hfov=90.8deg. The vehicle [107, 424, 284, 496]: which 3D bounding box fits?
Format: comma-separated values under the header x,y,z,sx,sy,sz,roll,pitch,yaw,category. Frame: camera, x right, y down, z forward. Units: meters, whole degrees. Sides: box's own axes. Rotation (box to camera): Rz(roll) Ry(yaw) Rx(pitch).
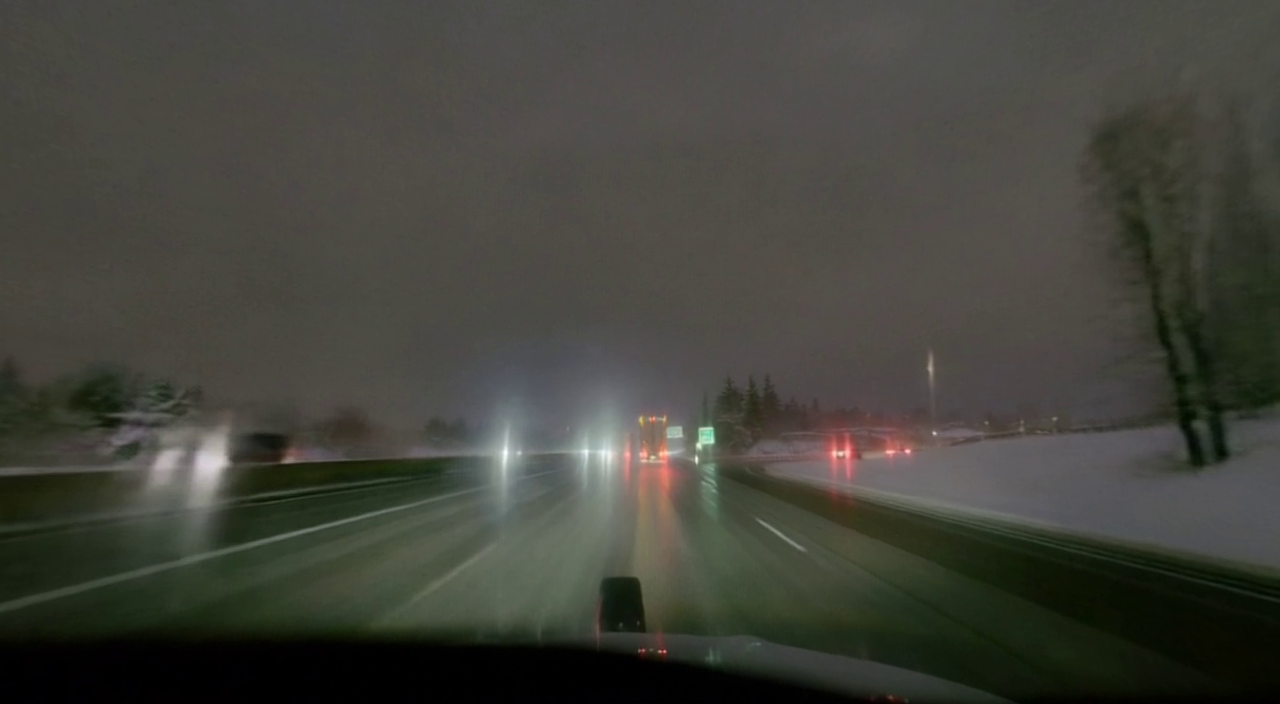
x,y,z,sx,sy,sz,roll,pitch,yaw,category
-16.109,3.968,23.432,2.230,2.282,5.752,-1,-9,1,vehicle
